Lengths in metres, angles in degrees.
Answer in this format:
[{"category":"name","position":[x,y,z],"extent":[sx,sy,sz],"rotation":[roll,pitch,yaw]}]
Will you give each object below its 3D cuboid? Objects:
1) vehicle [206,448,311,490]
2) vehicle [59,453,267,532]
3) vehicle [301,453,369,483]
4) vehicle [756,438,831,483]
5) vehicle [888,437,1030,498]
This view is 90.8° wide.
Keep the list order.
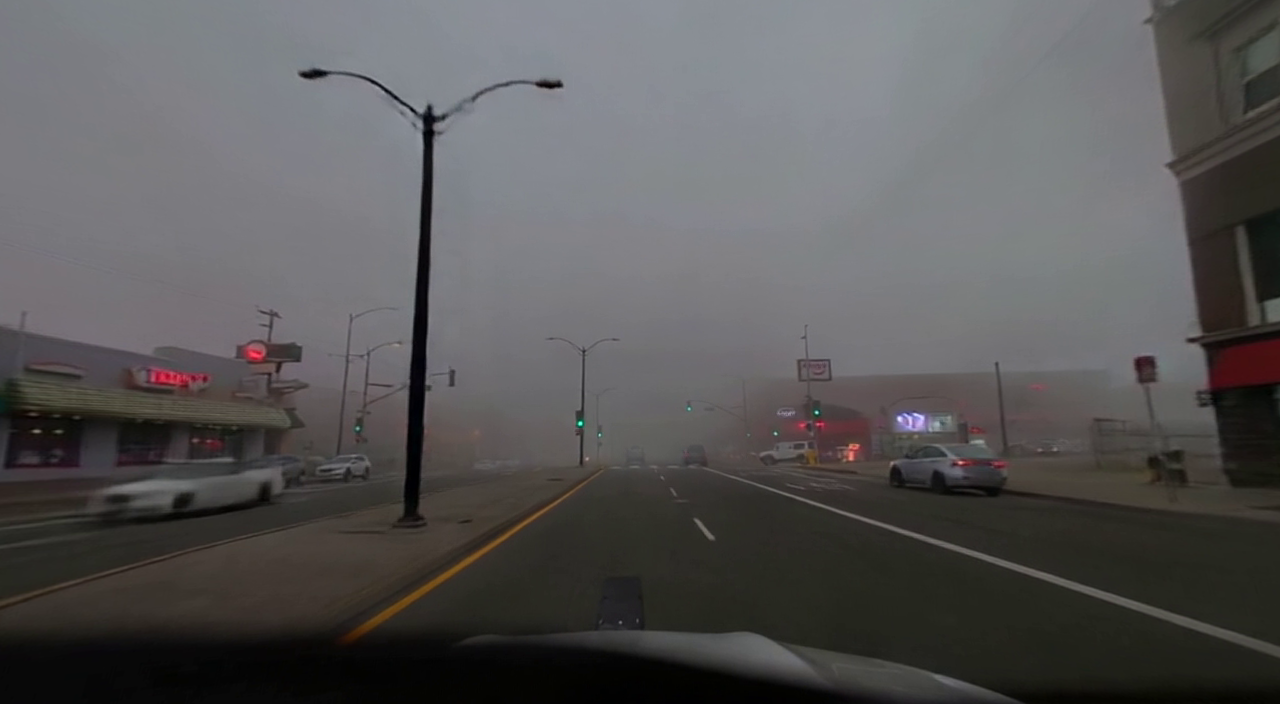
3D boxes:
[{"category":"vehicle","position":[-17.991,5.569,30.111],"extent":[1.944,1.794,4.849],"rotation":[0,-10,0]},{"category":"vehicle","position":[-10.949,3.228,14.948],"extent":[1.792,1.584,3.937],"rotation":[0,-10,0]},{"category":"vehicle","position":[-18.185,6.913,37.935],"extent":[1.882,1.645,4.511],"rotation":[0,-8,-1]},{"category":"vehicle","position":[6.258,4.462,26.309],"extent":[1.974,1.679,4.611],"rotation":[0,-8,1]},{"category":"vehicle","position":[9.842,3.574,19.990],"extent":[2.019,1.694,4.491],"rotation":[0,-8,-2]}]
